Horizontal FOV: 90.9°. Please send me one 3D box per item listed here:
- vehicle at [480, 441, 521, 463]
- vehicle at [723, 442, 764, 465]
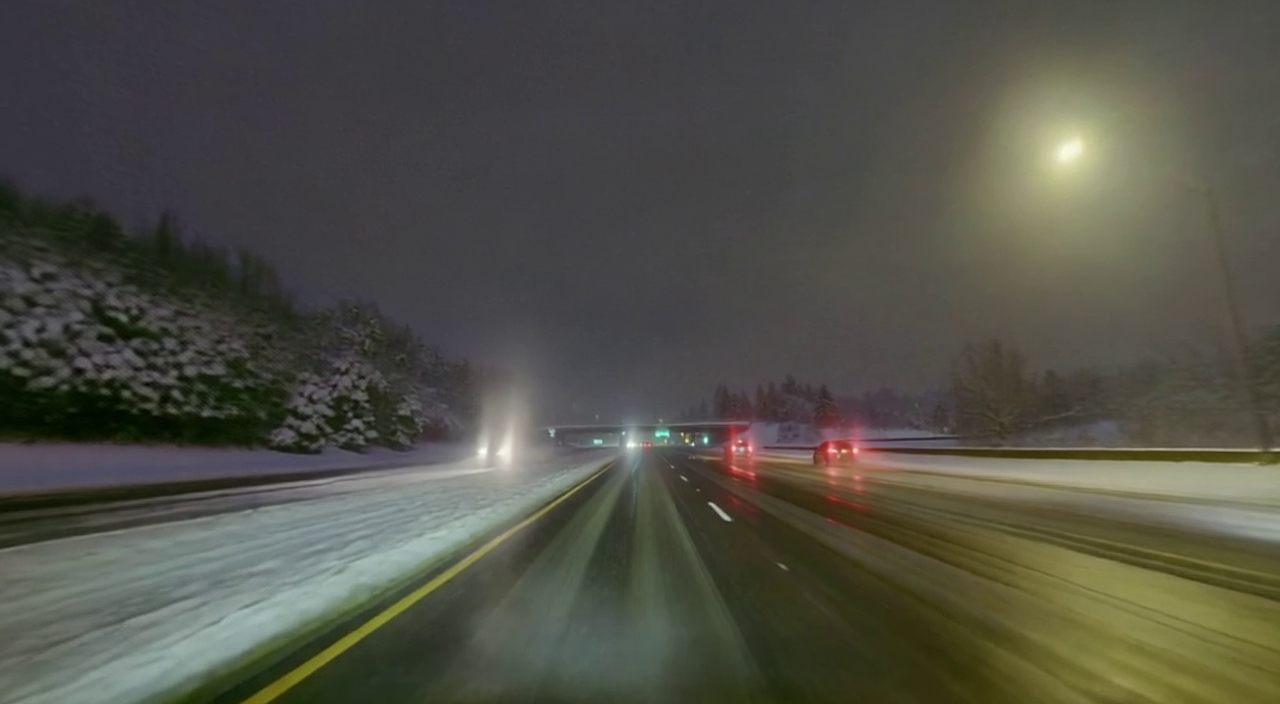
[{"bbox_3d":[-10.354,7.483,47.221,2.027,1.551,4.656,0,-8,0],"label":"vehicle"},{"bbox_3d":[6.972,6.893,42.972,2.025,1.484,4.208,0,-8,0],"label":"vehicle"}]
